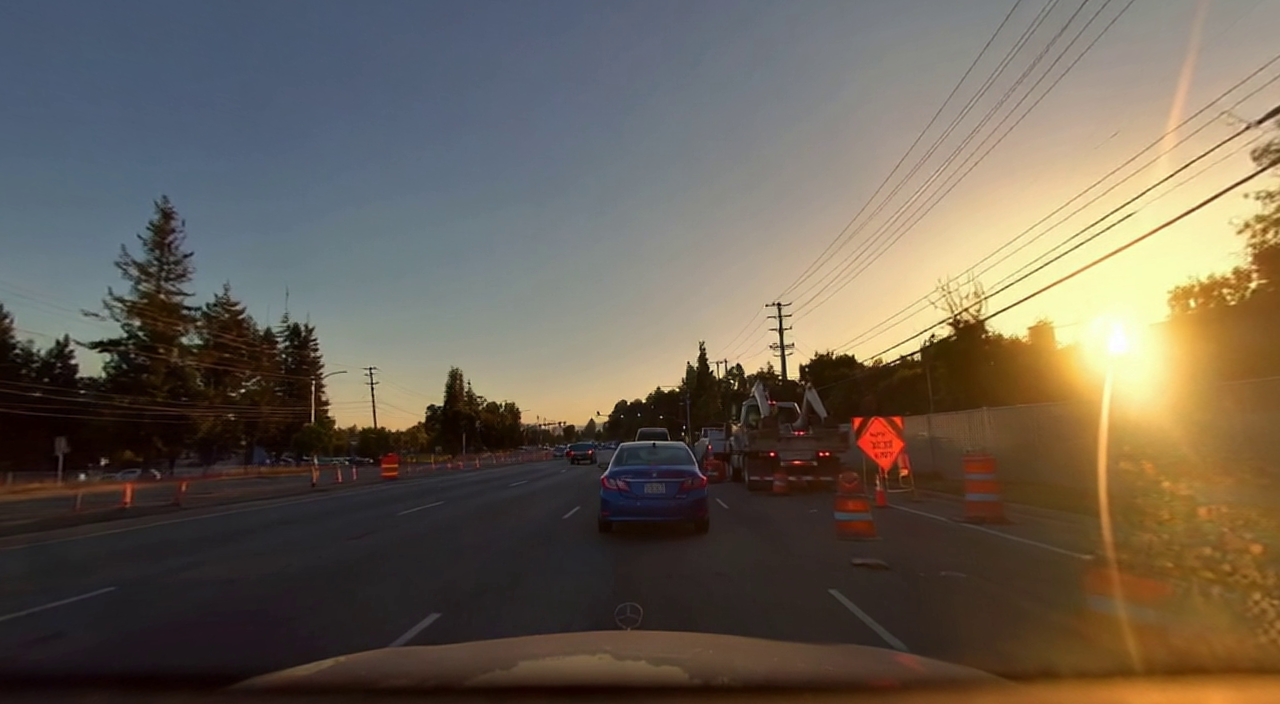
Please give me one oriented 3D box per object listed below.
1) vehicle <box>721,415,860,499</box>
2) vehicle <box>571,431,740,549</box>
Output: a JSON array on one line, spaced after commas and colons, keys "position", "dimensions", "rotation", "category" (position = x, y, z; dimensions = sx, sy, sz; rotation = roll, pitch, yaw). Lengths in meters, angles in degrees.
[{"position": [4.055, 3.010, 18.459], "dimensions": [2.555, 2.017, 6.201], "rotation": [0, -8, 0], "category": "vehicle"}, {"position": [0.211, 2.060, 10.138], "dimensions": [2.128, 1.473, 4.272], "rotation": [0, -8, 0], "category": "vehicle"}]
